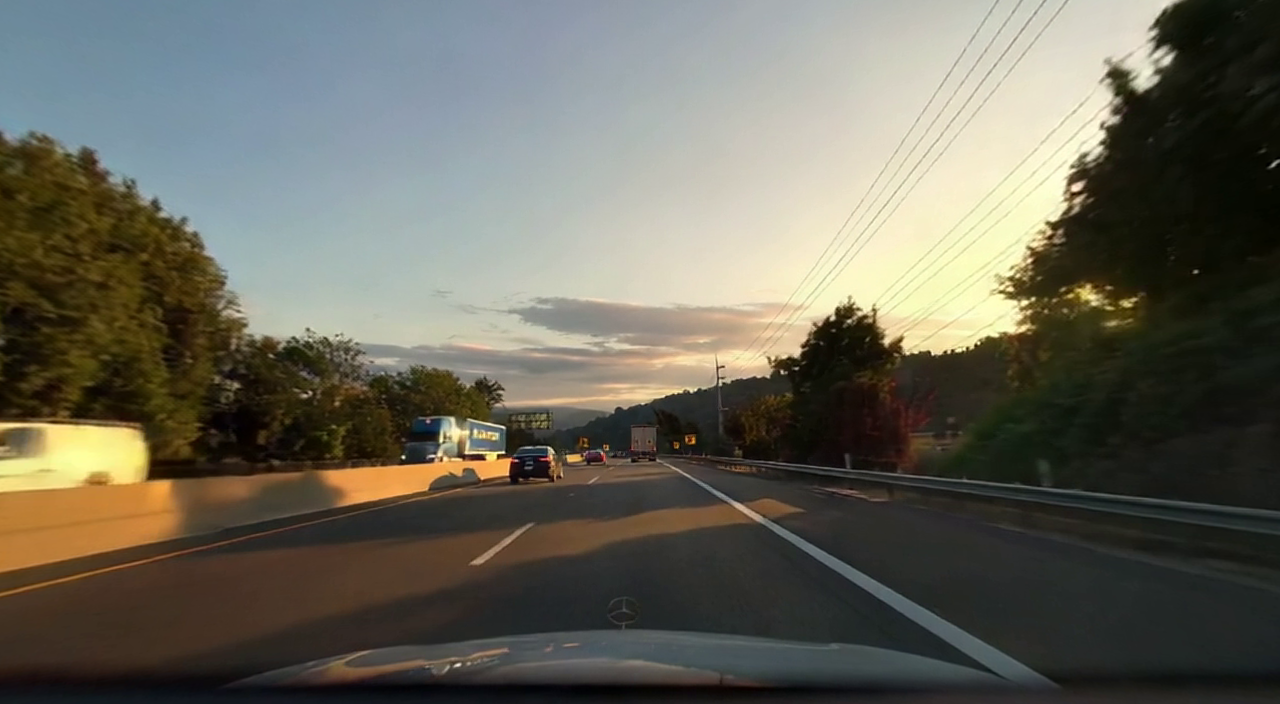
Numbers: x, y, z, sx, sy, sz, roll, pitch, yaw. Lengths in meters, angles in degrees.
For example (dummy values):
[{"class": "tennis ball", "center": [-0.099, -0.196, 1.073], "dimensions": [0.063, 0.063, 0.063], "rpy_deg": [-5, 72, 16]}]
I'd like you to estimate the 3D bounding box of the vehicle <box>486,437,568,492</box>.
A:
[{"class": "vehicle", "center": [-3.874, 3.942, 22.404], "dimensions": [2.111, 1.735, 4.066], "rpy_deg": [0, -9, 1]}]
